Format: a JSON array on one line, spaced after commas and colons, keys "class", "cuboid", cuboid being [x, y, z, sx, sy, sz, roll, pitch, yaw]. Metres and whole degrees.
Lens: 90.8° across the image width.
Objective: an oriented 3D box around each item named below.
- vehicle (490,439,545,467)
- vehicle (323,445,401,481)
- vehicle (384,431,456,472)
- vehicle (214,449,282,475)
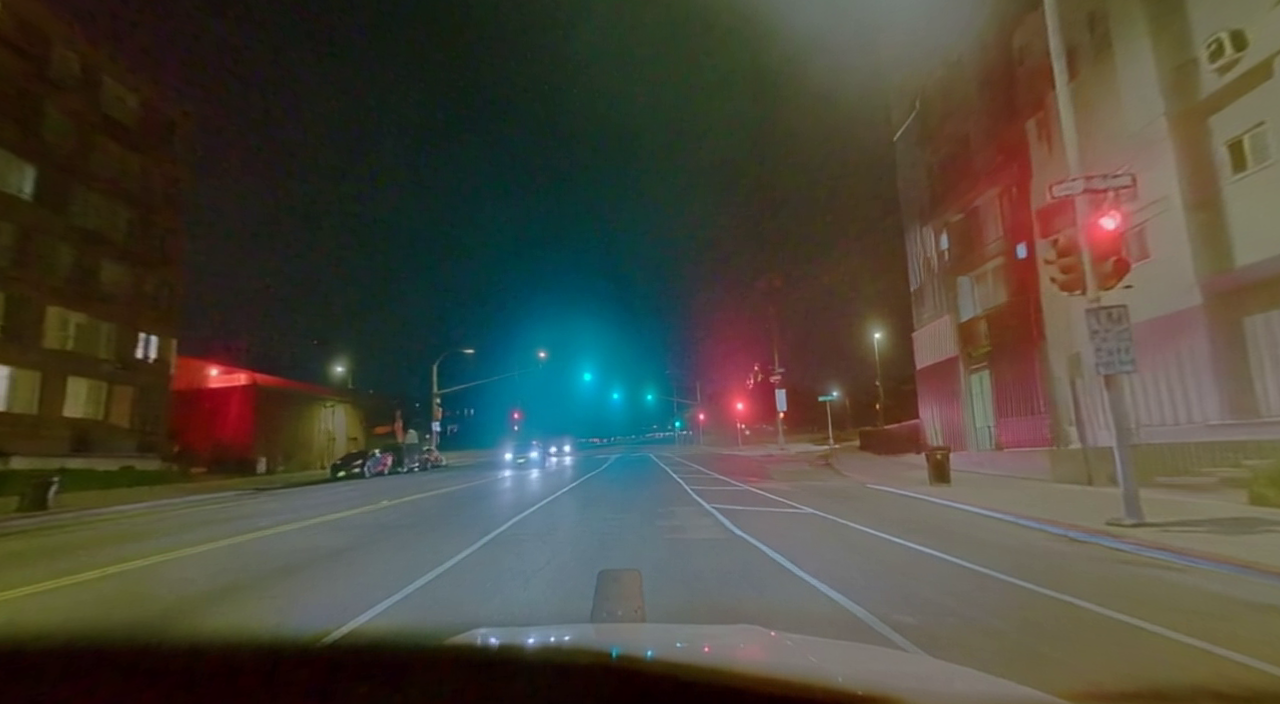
[{"class": "vehicle", "cuboid": [-6.889, 5.719, 35.979, 2.129, 1.495, 4.699, 0, -8, 1]}, {"class": "vehicle", "cuboid": [-12.790, 5.105, 29.331, 1.868, 1.520, 3.796, 0, -8, -1]}, {"class": "vehicle", "cuboid": [-12.677, 5.798, 36.879, 2.268, 2.181, 5.482, 0, -8, -1]}, {"class": "vehicle", "cuboid": [-24.112, 6.765, 39.028, 1.788, 1.487, 3.880, 0, -8, -3]}]
